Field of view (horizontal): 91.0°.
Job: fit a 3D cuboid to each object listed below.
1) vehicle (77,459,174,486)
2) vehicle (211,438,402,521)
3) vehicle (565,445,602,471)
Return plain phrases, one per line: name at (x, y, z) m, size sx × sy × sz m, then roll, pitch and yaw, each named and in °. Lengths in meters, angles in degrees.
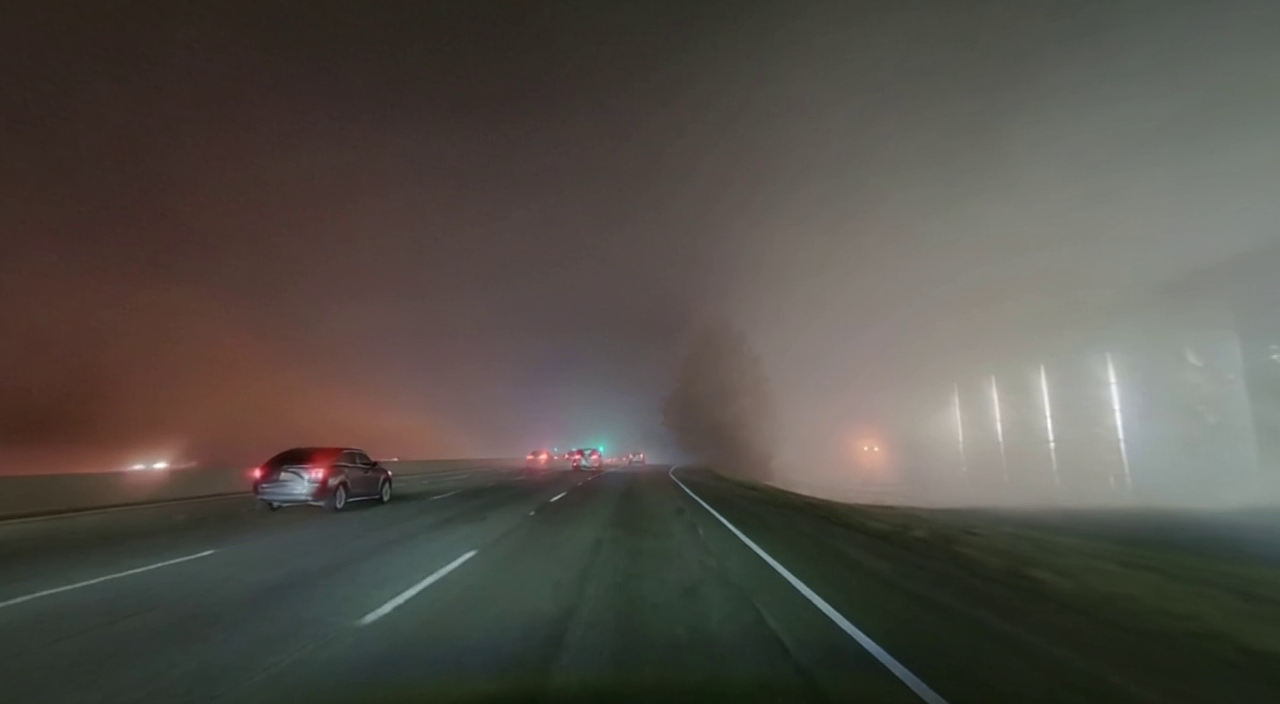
vehicle at (-31.464, 7.351, 38.700) m, size 1.844 × 1.489 × 4.745 m, roll -1°, pitch -9°, yaw 2°
vehicle at (-7.660, 2.943, 15.130) m, size 2.071 × 1.661 × 4.540 m, roll 0°, pitch -9°, yaw 1°
vehicle at (-3.898, 7.445, 44.492) m, size 2.158 × 1.717 × 4.375 m, roll -1°, pitch -9°, yaw 1°
